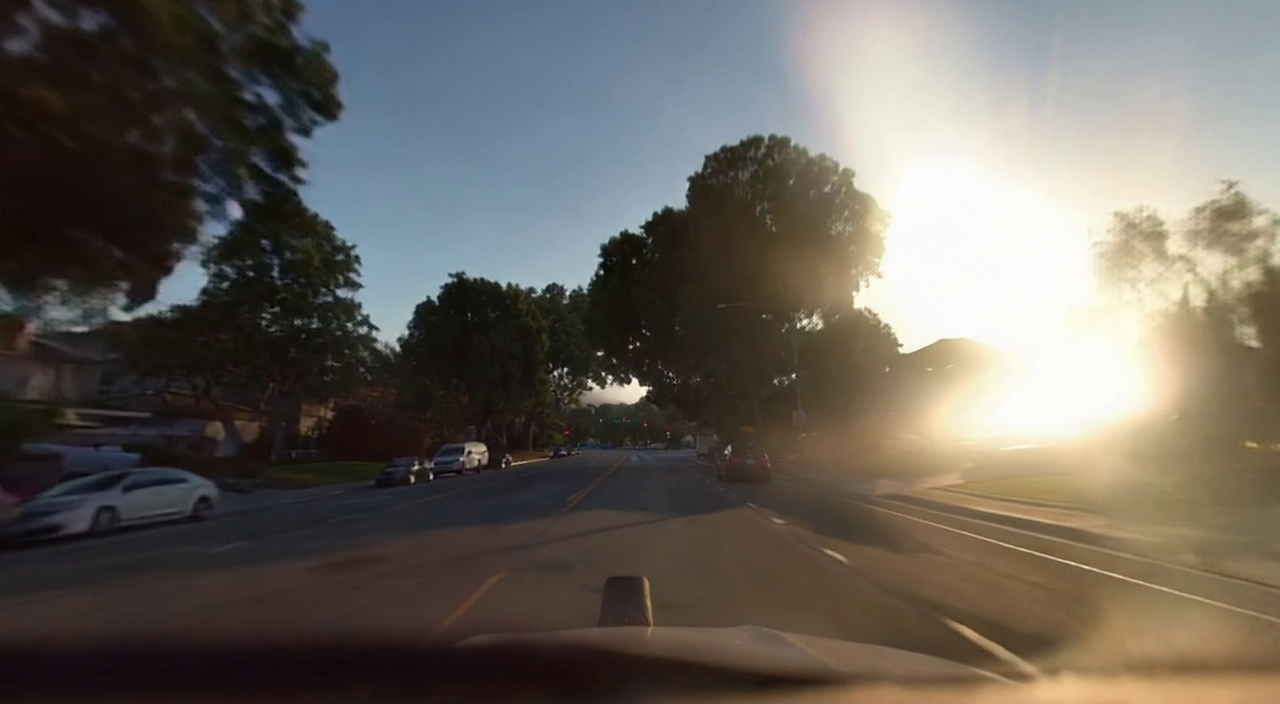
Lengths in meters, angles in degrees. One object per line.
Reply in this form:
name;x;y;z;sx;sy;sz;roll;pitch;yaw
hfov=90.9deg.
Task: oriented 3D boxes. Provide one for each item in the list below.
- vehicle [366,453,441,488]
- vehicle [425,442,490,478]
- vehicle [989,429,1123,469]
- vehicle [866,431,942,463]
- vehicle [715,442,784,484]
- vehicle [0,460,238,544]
vehicle;-10.953;5.492;29.553;1.829;1.441;4.355;0;-9;0
vehicle;-10.991;6.536;38.500;2.180;1.953;5.787;-1;-9;1
vehicle;17.218;4.018;26.248;4.065;1.557;2.107;0;-9;0
vehicle;15.303;5.550;36.856;2.129;1.699;4.906;0;-9;-3
vehicle;4.260;4.396;25.292;1.956;1.492;4.425;0;-9;0
vehicle;-10.980;3.131;13.731;1.784;1.412;4.093;0;-9;-1
